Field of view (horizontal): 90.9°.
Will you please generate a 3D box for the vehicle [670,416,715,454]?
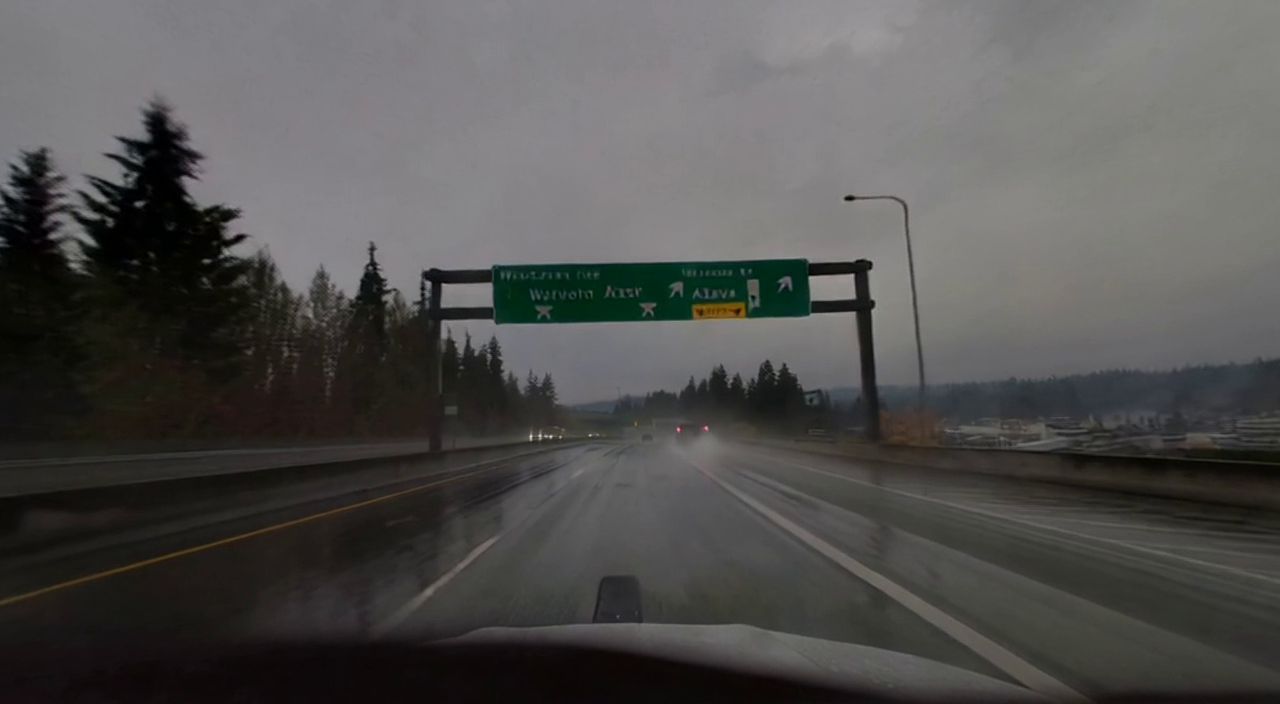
[{"bbox_3d":[3.367,5.459,41.306,2.450,2.314,4.753,0,-8,-1],"label":"vehicle"}]
